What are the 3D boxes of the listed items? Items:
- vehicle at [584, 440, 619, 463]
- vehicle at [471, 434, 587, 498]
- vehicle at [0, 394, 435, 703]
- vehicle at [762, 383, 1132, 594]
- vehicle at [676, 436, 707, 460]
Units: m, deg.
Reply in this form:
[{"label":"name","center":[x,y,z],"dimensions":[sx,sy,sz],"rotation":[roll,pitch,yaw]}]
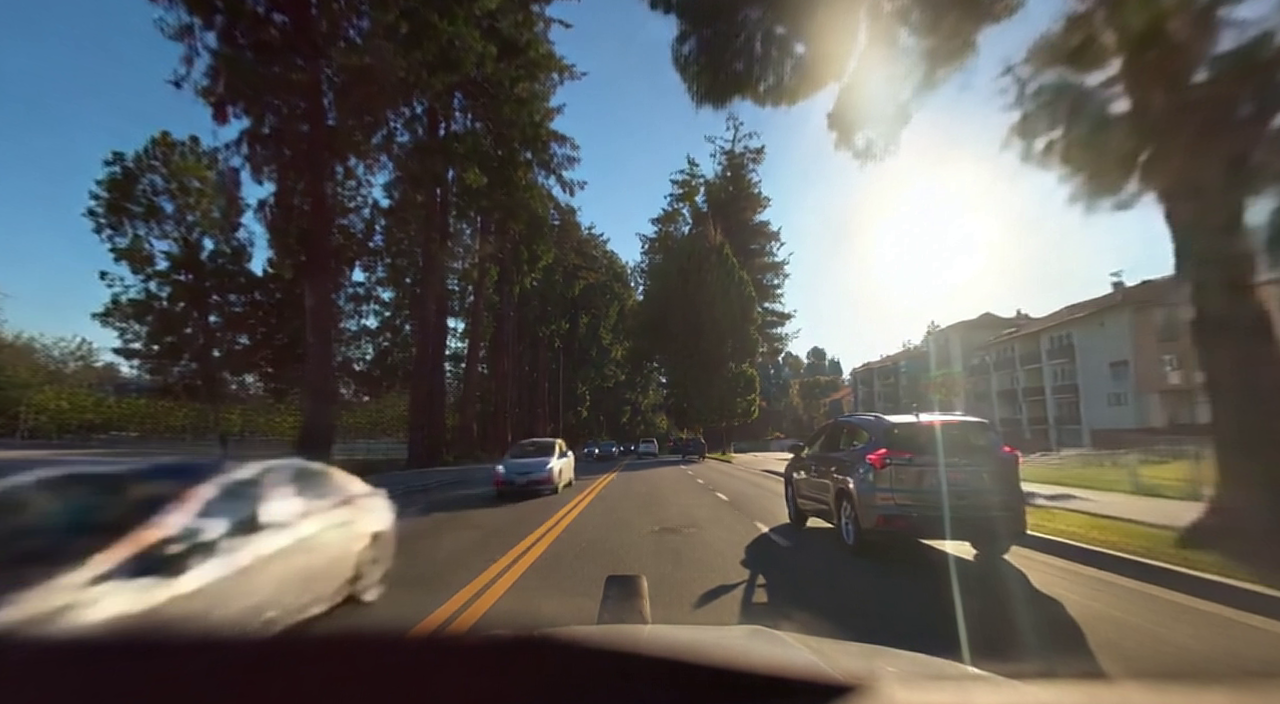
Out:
[{"label":"vehicle","center":[-2.693,7.102,44.890],"dimensions":[2.096,1.515,4.481],"rotation":[0,-8,2]},{"label":"vehicle","center":[-2.818,3.035,17.186],"dimensions":[2.182,1.486,4.809],"rotation":[0,-8,1]},{"label":"vehicle","center":[-2.851,1.110,3.672],"dimensions":[1.941,1.409,3.975],"rotation":[0,-8,0]},{"label":"vehicle","center":[3.267,1.600,8.272],"dimensions":[2.219,1.881,5.104],"rotation":[0,-8,-1]},{"label":"vehicle","center":[3.910,7.415,48.511],"dimensions":[2.069,1.791,4.422],"rotation":[0,-8,0]}]
